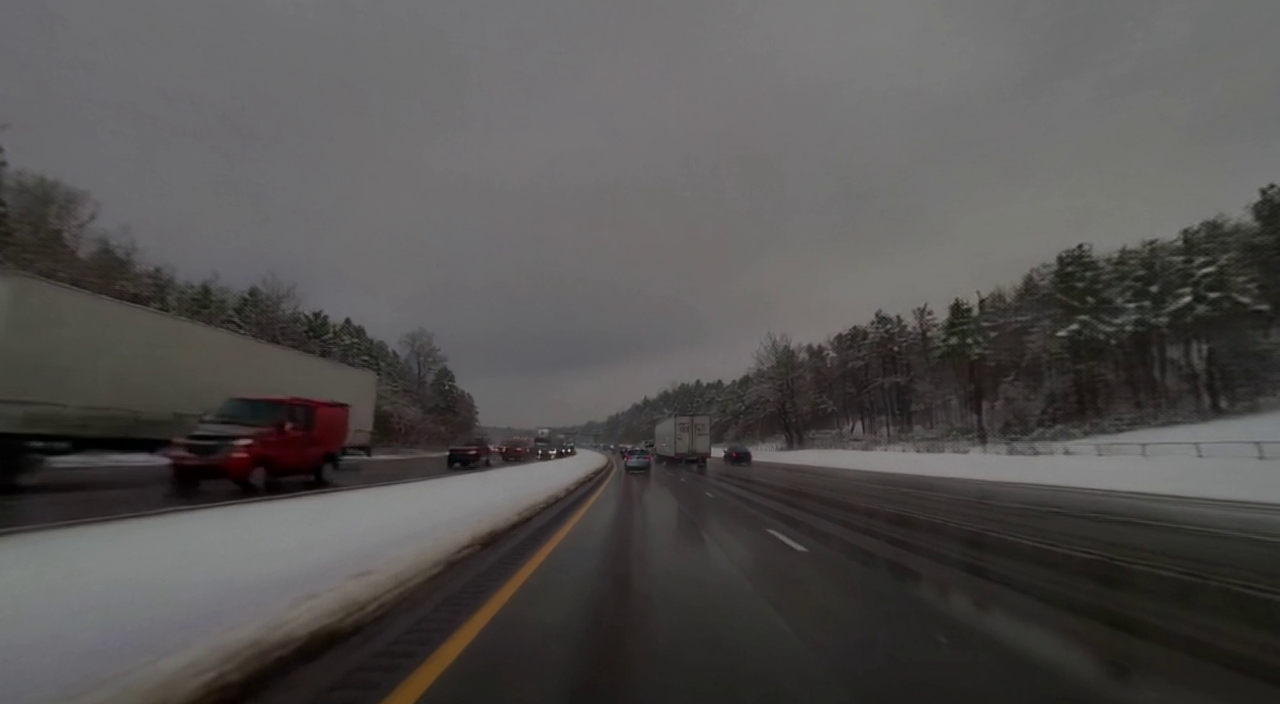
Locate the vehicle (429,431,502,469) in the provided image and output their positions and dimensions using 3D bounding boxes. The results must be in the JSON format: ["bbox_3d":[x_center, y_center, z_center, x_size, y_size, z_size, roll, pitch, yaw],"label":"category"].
[{"bbox_3d":[-7.327,4.201,26.885,1.928,1.473,4.170,0,-9,-1],"label":"vehicle"}]

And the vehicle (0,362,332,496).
[{"bbox_3d":[-8.041,1.444,11.181,2.382,1.802,5.288,0,-9,1],"label":"vehicle"}]

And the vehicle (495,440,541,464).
[{"bbox_3d":[-7.789,6.424,40.647,2.183,1.457,3.987,0,-9,0],"label":"vehicle"}]

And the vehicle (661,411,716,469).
[{"bbox_3d":[3.576,7.101,49.988,2.931,4.009,12.800,0,-9,-2],"label":"vehicle"}]

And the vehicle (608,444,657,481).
[{"bbox_3d":[-0.372,5.179,29.618,2.111,1.599,3.859,0,-9,-1],"label":"vehicle"}]
